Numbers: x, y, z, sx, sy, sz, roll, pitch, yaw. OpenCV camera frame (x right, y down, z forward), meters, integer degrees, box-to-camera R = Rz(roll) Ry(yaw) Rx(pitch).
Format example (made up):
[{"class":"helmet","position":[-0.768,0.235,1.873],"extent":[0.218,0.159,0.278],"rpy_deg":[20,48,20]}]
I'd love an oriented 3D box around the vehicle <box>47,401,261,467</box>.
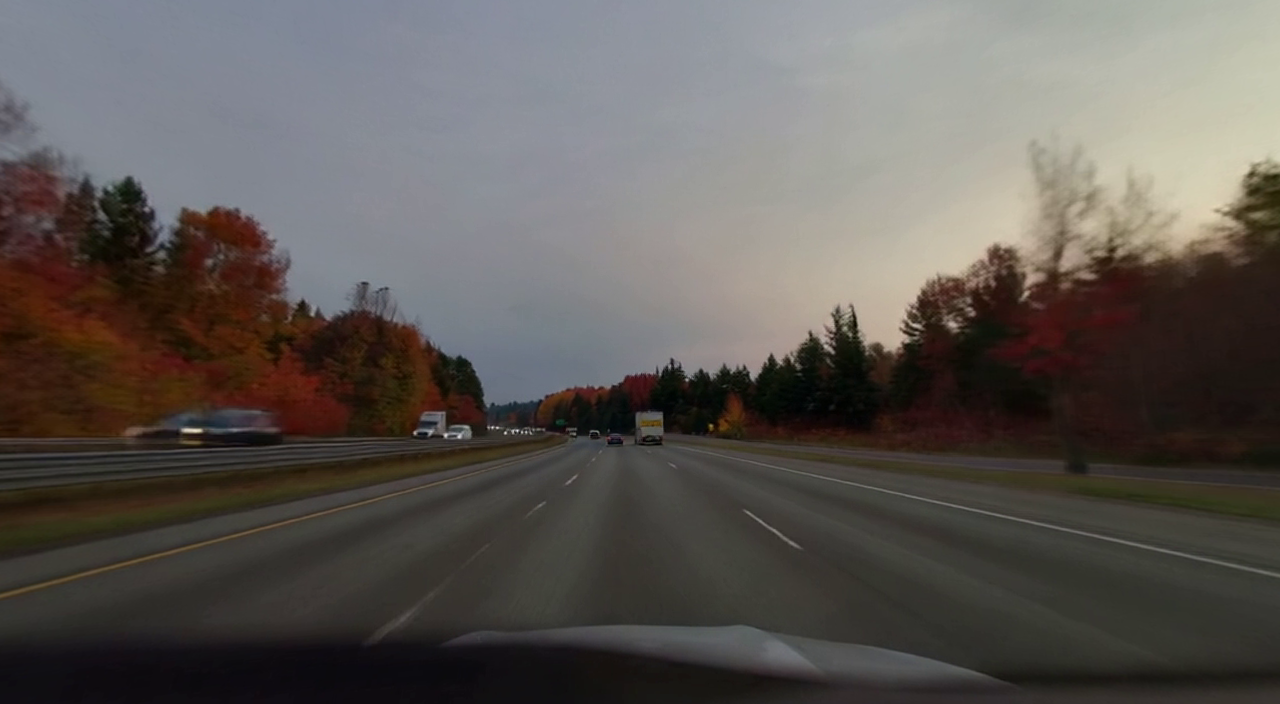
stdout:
[{"class":"vehicle","position":[-12.850,2.238,17.158],"extent":[2.180,1.540,4.653],"rpy_deg":[0,-8,-1]}]
